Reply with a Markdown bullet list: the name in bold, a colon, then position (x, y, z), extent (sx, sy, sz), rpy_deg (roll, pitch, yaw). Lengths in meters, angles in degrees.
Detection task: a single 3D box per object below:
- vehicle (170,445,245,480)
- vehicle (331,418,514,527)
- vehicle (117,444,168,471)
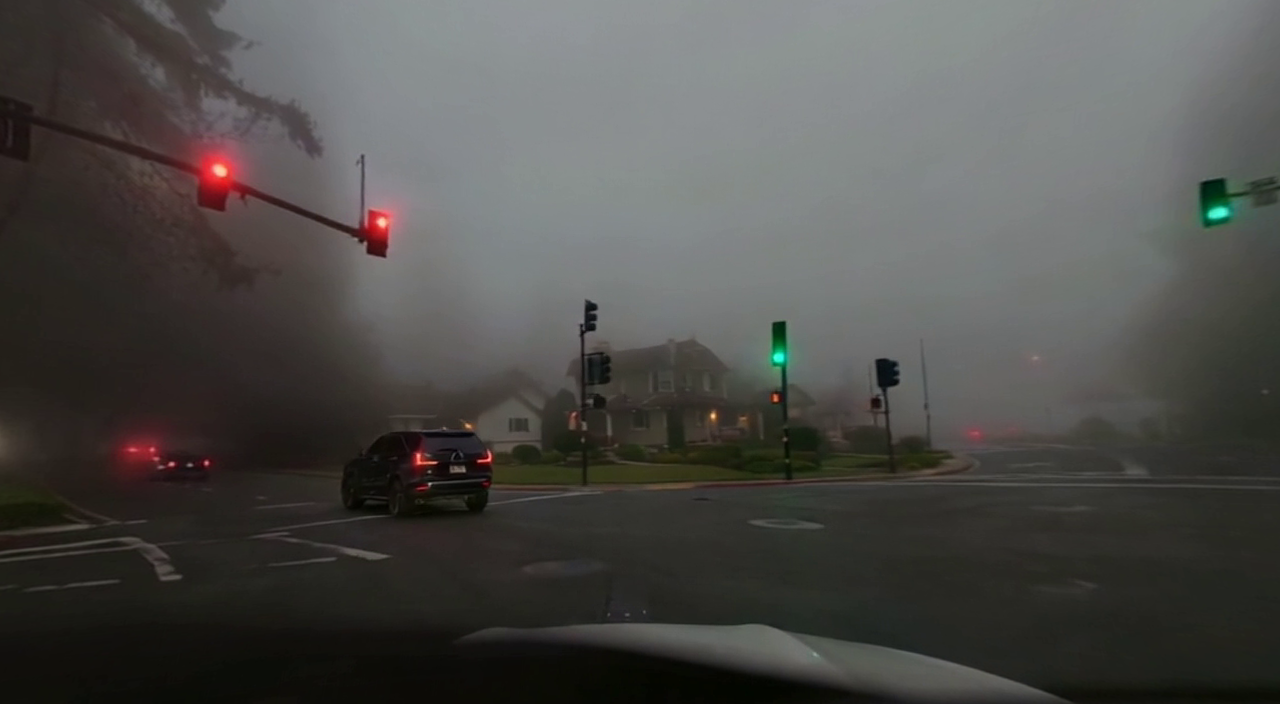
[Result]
- **vehicle**: position (-19.714, 4.963, 28.650), extent (1.983, 1.433, 4.558), rpy_deg (8, -12, -43)
- **vehicle**: position (-4.720, 2.415, 13.237), extent (2.141, 1.833, 4.704), rpy_deg (6, -11, -38)
- **vehicle**: position (-30.810, 6.495, 38.952), extent (3.759, 1.520, 1.854), rpy_deg (-8, -12, 43)
